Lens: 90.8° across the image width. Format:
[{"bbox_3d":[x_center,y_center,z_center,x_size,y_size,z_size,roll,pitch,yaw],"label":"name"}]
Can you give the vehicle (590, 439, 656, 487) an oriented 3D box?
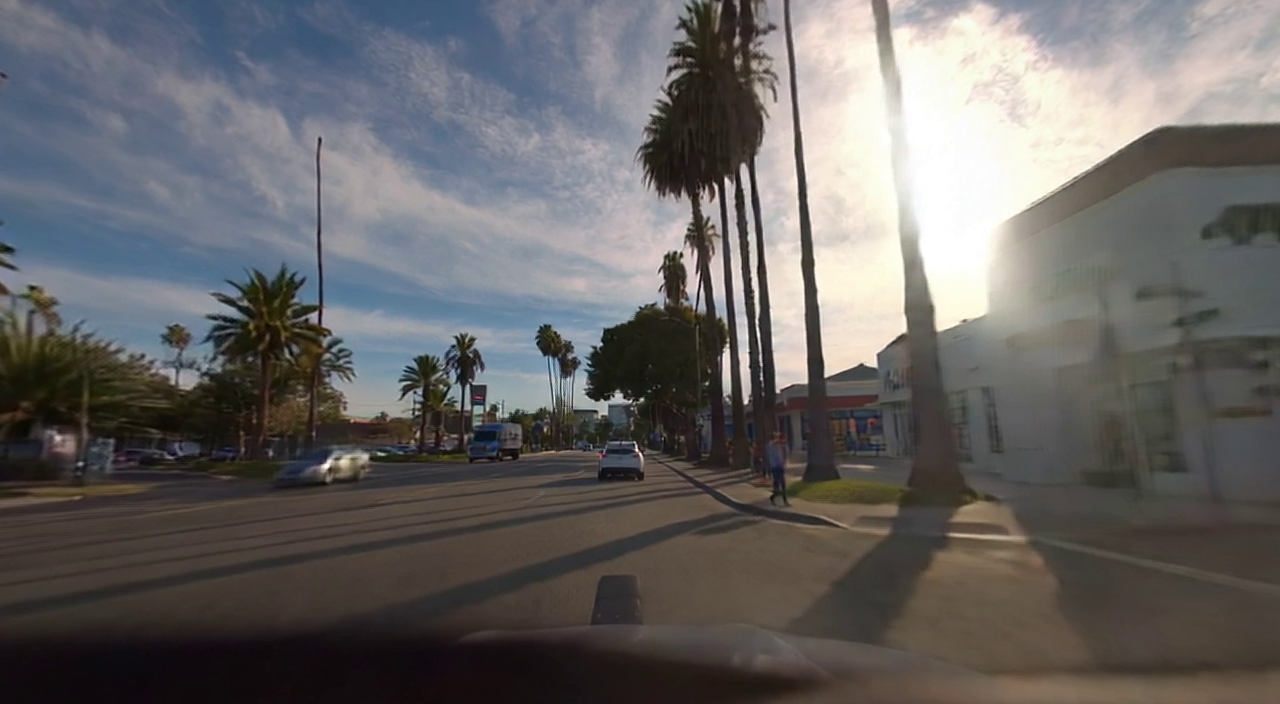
[{"bbox_3d":[-0.579,3.807,22.034,2.076,1.486,4.119,0,-9,-1],"label":"vehicle"}]
